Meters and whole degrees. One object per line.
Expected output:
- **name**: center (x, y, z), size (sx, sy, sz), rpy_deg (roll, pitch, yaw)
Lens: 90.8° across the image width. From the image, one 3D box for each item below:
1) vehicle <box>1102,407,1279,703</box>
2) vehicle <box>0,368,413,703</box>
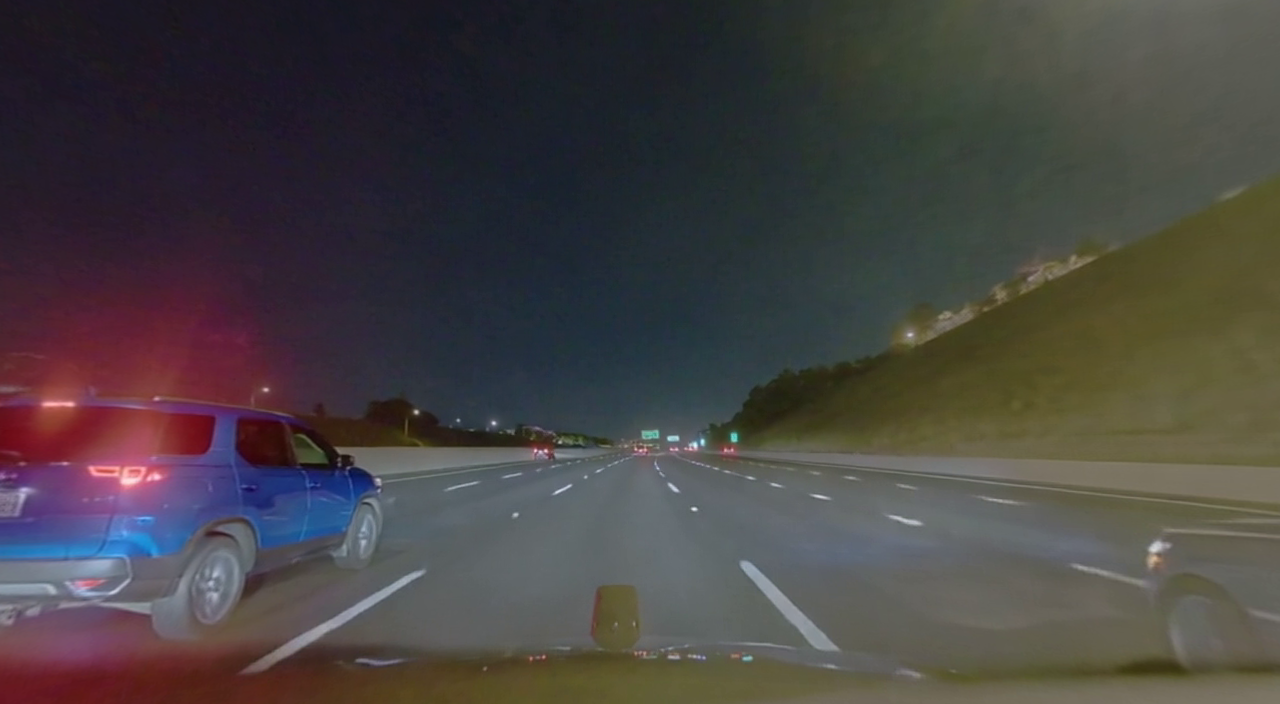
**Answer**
- **vehicle**: center (3.596, 0.796, 1.382), size (1.847, 1.493, 4.303), rpy_deg (0, -9, -1)
- **vehicle**: center (-3.836, 1.279, 5.364), size (2.047, 1.715, 4.689), rpy_deg (0, -9, 0)
